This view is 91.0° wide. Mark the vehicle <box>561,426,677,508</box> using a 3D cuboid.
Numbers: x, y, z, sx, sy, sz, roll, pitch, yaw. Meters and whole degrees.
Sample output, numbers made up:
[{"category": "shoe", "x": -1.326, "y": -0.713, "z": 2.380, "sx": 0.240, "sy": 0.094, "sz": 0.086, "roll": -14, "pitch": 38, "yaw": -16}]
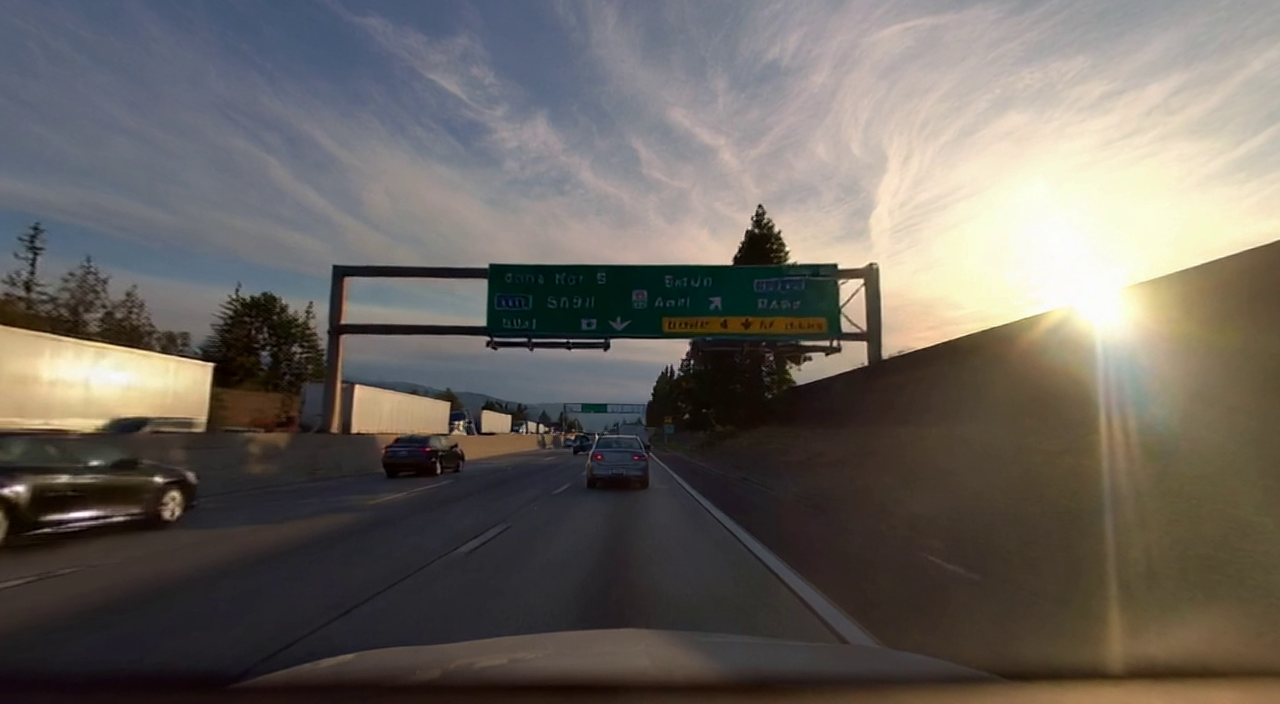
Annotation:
[{"category": "vehicle", "x": -0.373, "y": 2.435, "z": 13.881, "sx": 2.127, "sy": 1.497, "sz": 4.445, "roll": 0, "pitch": -8, "yaw": 0}]

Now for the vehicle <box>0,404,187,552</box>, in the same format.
[{"category": "vehicle", "x": -7.728, "y": 1.422, "z": 7.277, "sx": 2.088, "sy": 1.531, "sz": 3.791, "roll": 0, "pitch": -8, "yaw": 1}]

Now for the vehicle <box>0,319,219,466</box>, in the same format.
[{"category": "vehicle", "x": -18.945, "y": 1.294, "z": 18.415, "sx": 2.886, "sy": 3.979, "sz": 15.186, "roll": 0, "pitch": -8, "yaw": 0}]

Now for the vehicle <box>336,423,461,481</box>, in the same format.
[{"category": "vehicle", "x": -7.688, "y": 3.234, "z": 20.590, "sx": 2.325, "sy": 1.663, "sz": 4.426, "roll": 0, "pitch": -8, "yaw": 0}]

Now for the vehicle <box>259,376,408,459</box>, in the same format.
[{"category": "vehicle", "x": -15.091, "y": 3.512, "z": 32.061, "sx": 3.034, "sy": 3.627, "sz": 9.026, "roll": 0, "pitch": -8, "yaw": 0}]
